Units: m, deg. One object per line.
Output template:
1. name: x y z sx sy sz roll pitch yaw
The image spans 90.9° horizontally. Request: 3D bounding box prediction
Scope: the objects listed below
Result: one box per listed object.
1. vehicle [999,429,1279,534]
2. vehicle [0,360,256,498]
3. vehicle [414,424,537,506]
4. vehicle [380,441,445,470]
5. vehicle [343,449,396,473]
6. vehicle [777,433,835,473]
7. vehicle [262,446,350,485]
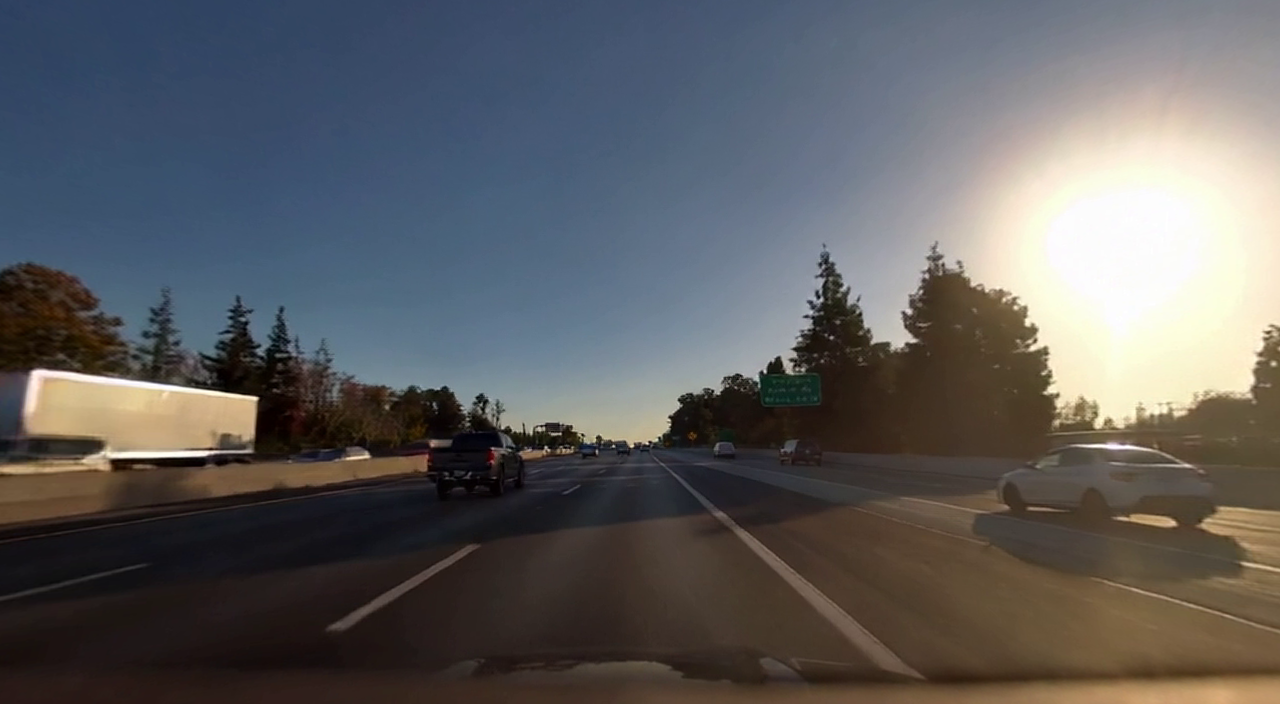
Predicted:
1. vehicle: 9.199 2.382 12.177 1.971 1.638 4.295 0 -9 0
2. vehicle: -24.992 3.780 29.363 3.645 4.961 16.706 0 -9 0
3. vehicle: -4.293 3.047 17.388 1.994 1.911 4.819 0 -9 1
4. vehicle: -17.077 7.805 47.784 2.477 2.066 5.967 0 -9 2
5. vehicle: -20.692 8.333 48.412 1.929 1.710 4.688 0 -9 1
6. vehicle: 9.533 5.857 36.713 2.061 2.115 4.635 0 -9 0
7. vehicle: -17.084 5.788 32.530 2.042 1.826 4.395 0 -9 1
